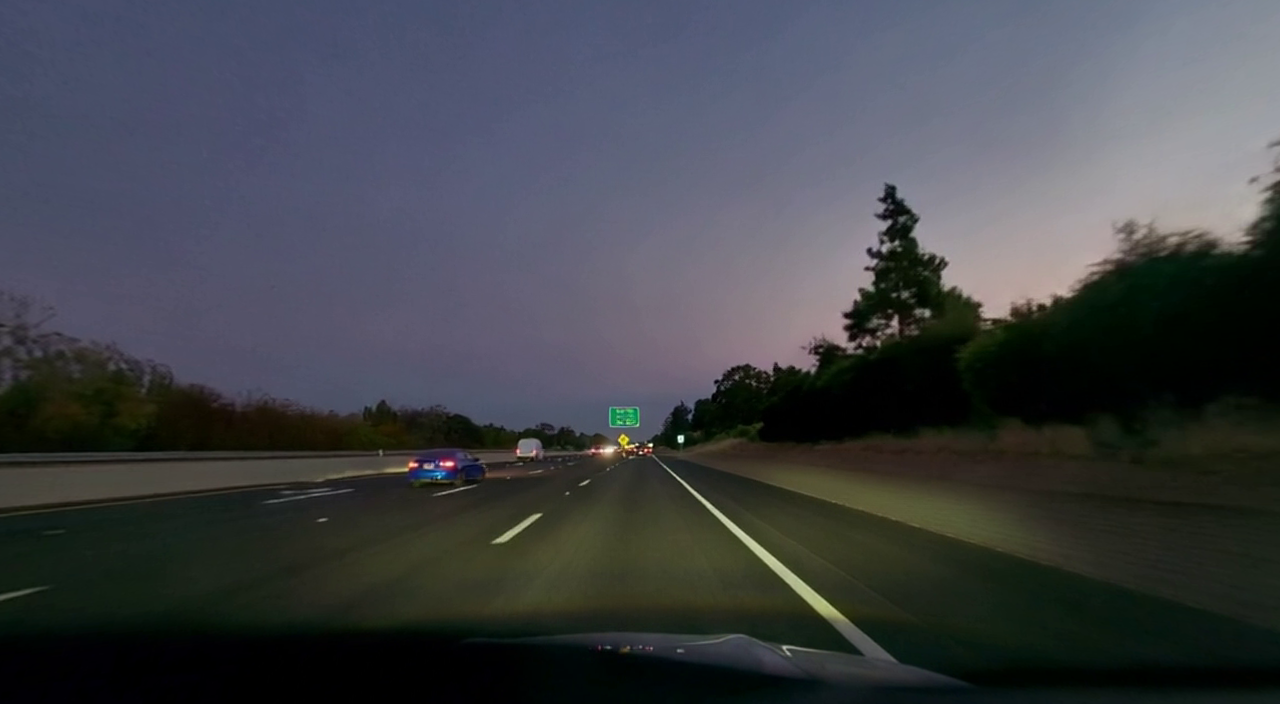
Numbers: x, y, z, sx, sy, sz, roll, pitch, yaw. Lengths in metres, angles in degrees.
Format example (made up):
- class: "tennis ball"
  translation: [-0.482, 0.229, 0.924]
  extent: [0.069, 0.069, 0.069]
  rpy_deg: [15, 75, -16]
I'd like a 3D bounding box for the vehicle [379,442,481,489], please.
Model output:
- class: "vehicle"
  translation: [-7.348, 4.010, 22.681]
  extent: [1.981, 1.486, 4.735]
  rpy_deg: [0, -8, 1]
